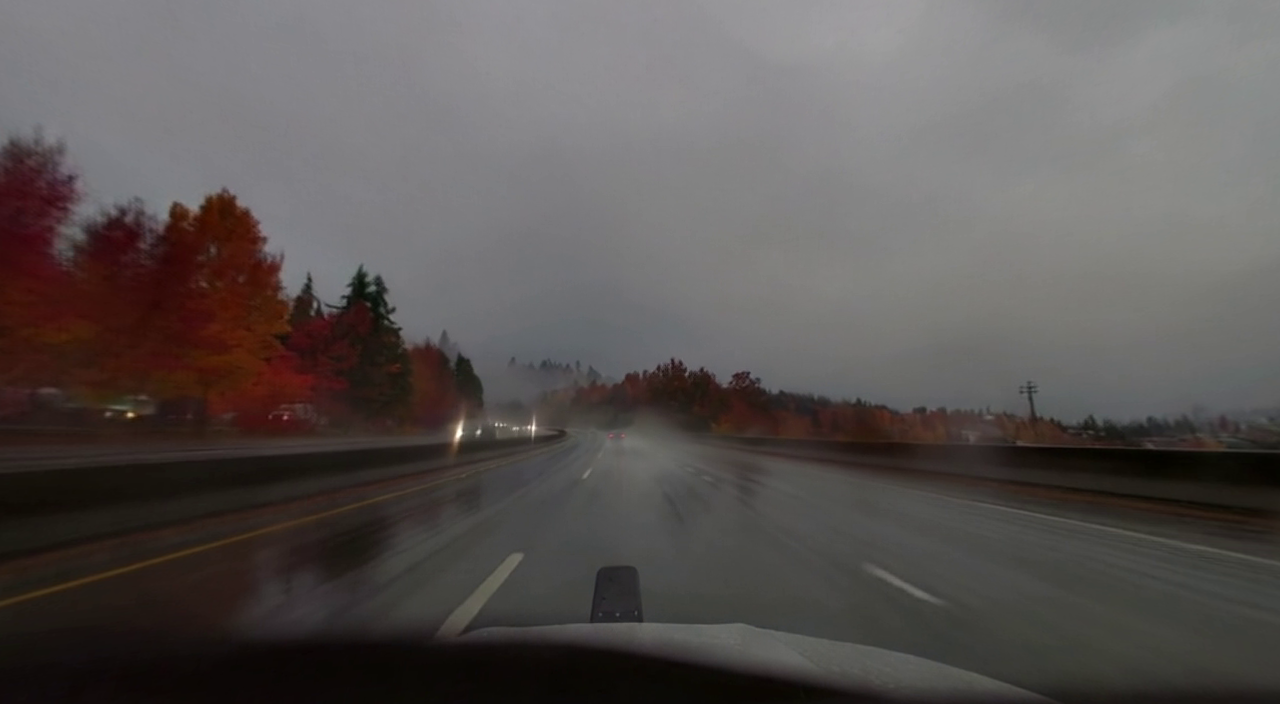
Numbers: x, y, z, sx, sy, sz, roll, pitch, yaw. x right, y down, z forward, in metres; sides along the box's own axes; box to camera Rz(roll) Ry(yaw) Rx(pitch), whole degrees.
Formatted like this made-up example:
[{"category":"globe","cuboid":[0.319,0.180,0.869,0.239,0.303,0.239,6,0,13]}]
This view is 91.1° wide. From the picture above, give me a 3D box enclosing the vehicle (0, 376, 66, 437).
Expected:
[{"category":"vehicle","cuboid":[-45.695,4.204,46.394,9.567,3.736,3.211,-8,-14,40]}]
